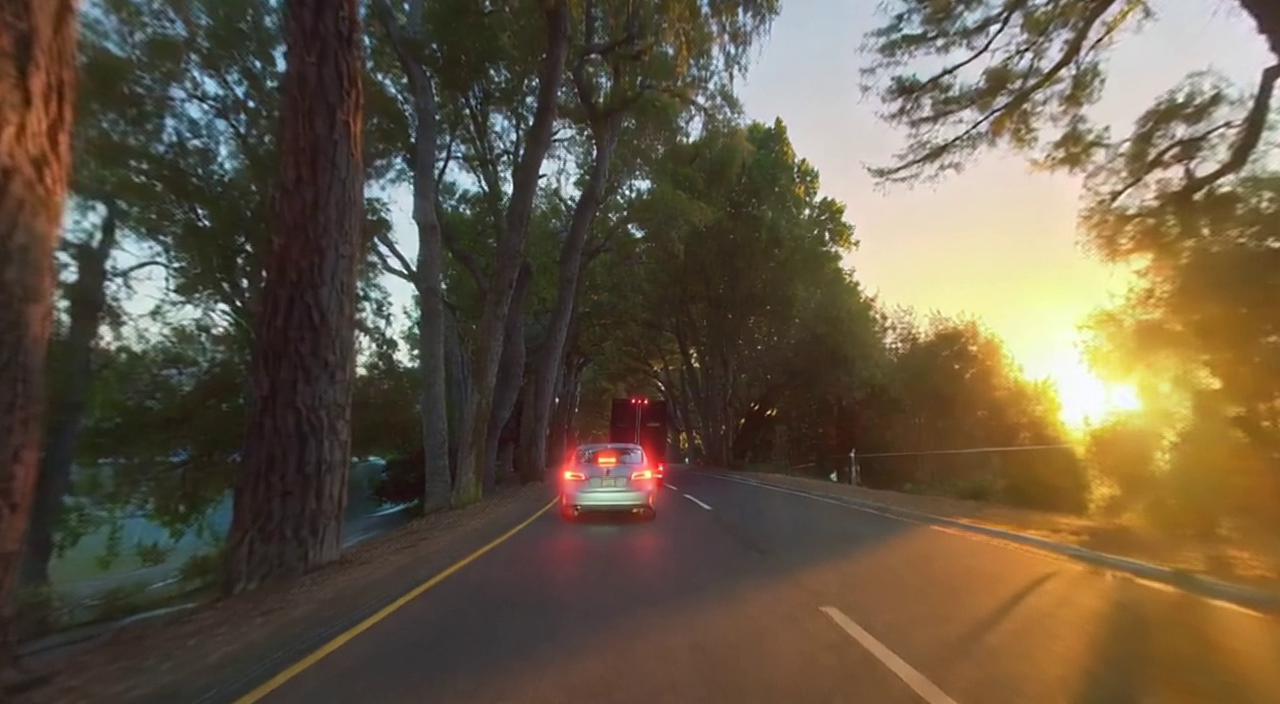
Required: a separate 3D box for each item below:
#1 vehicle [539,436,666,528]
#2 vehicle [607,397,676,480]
[{"bbox_3d":[-0.612,2.460,12.459,2.076,1.490,4.078,0,-9,0],"label":"vehicle"},{"bbox_3d":[-0.024,4.781,34.164,3.085,3.682,11.755,0,-9,-1],"label":"vehicle"}]
